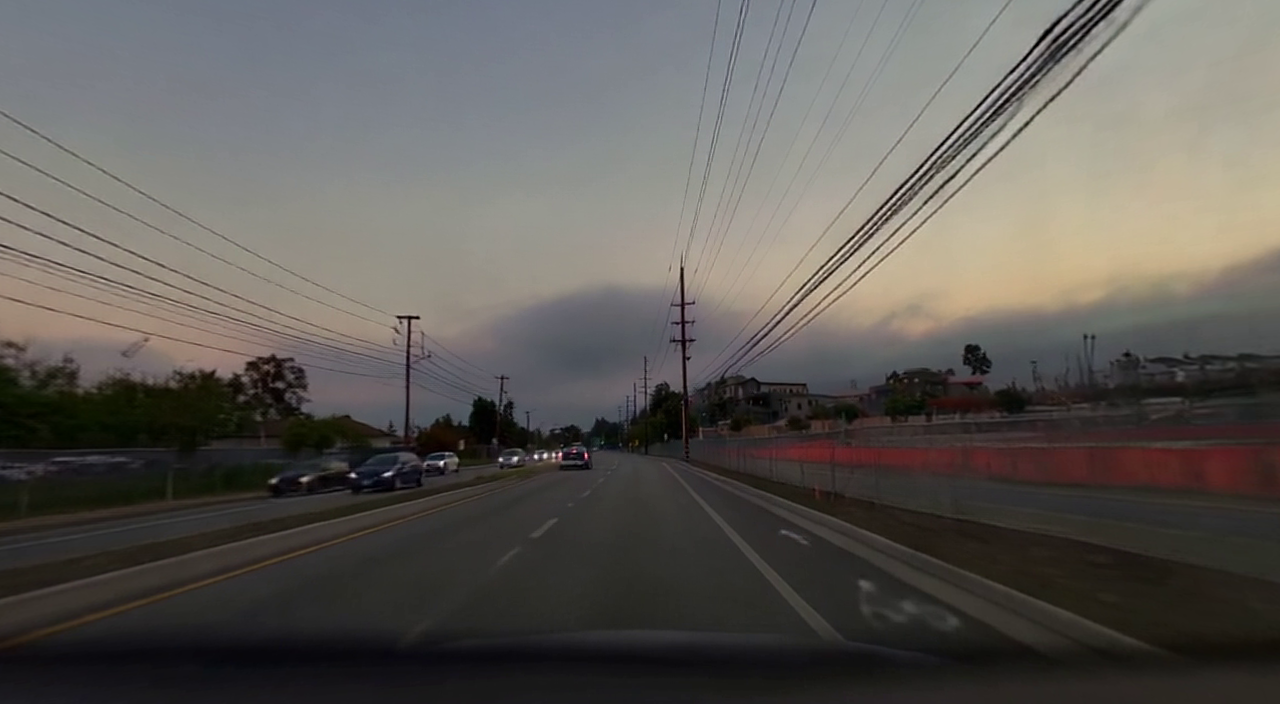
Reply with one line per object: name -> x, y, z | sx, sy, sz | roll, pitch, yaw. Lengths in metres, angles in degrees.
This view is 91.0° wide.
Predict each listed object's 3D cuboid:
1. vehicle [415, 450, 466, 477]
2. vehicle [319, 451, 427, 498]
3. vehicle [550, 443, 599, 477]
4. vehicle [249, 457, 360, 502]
vehicle -> -13.309, 7.460, 42.315 | 1.942, 1.660, 4.595 | 0, -9, -1
vehicle -> -9.644, 4.433, 23.189 | 2.007, 1.520, 4.466 | 0, -9, 0
vehicle -> -3.161, 5.319, 31.303 | 1.992, 1.515, 4.289 | 0, -9, 0
vehicle -> -13.033, 4.931, 24.807 | 1.923, 1.512, 4.468 | 0, -9, 0
